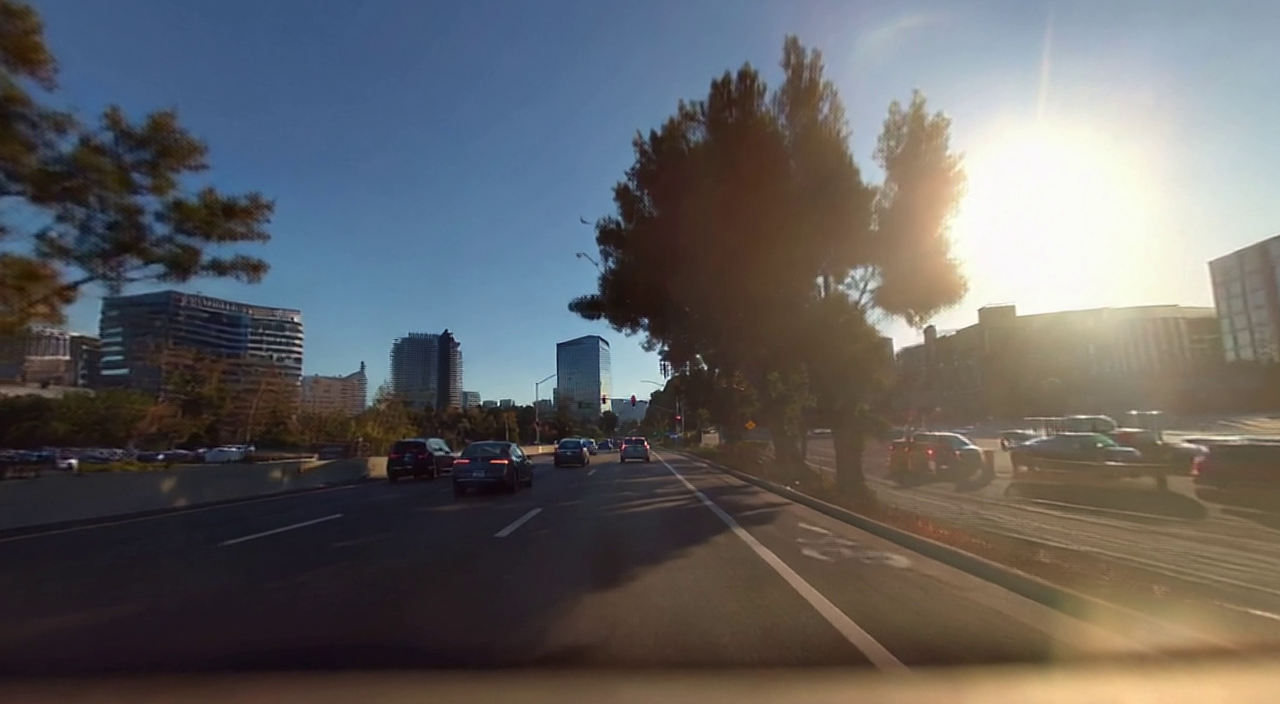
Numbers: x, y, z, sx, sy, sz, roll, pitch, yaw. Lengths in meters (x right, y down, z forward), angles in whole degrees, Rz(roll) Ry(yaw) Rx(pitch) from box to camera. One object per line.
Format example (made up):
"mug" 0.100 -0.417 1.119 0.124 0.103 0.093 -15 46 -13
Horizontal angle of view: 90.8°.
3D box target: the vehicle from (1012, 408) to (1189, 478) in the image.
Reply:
"vehicle" 14.950 2.940 20.490 5.394 1.994 2.228 4 -9 -26

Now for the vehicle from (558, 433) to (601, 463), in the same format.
"vehicle" -3.733 6.002 39.496 2.144 1.732 4.279 0 -8 2

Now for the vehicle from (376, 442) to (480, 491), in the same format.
"vehicle" -6.948 3.771 21.283 1.852 1.458 4.422 -1 -8 2

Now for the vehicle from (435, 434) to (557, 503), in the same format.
"vehicle" -3.425 2.870 16.005 1.920 1.480 4.549 0 -8 1

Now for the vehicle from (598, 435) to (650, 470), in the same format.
"vehicle" -0.709 4.689 29.722 2.231 1.481 4.489 0 -8 0
